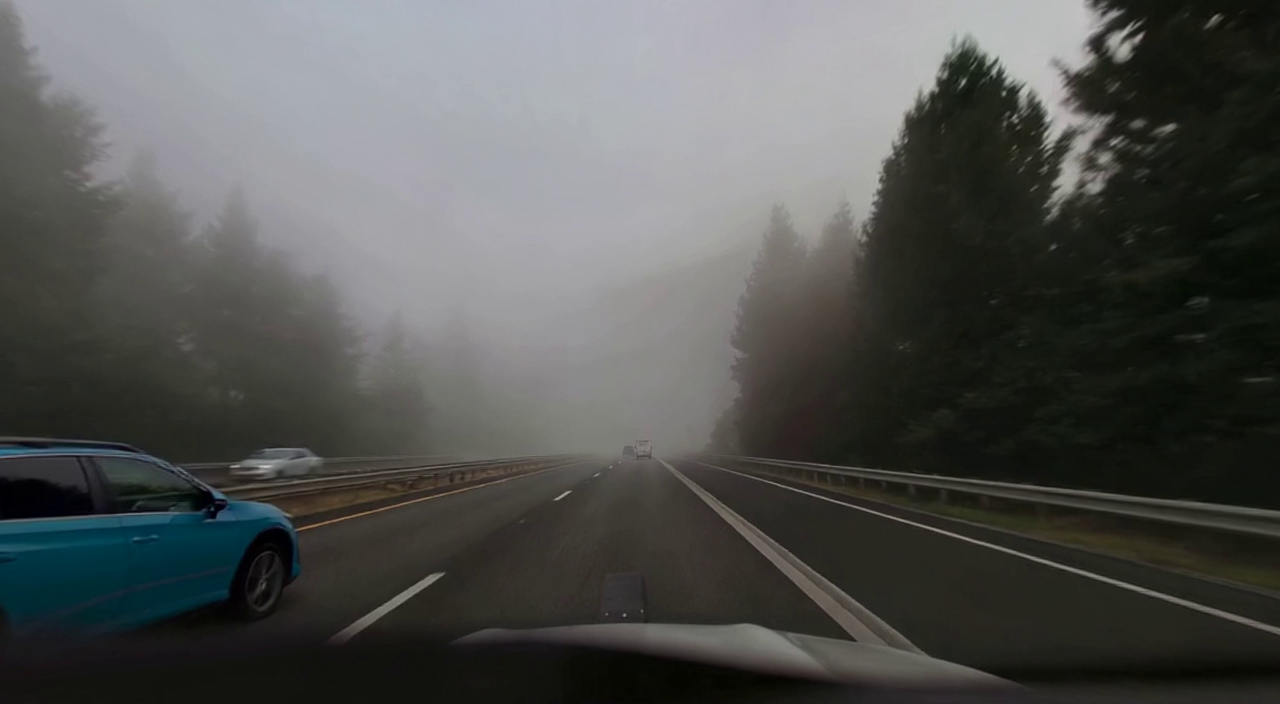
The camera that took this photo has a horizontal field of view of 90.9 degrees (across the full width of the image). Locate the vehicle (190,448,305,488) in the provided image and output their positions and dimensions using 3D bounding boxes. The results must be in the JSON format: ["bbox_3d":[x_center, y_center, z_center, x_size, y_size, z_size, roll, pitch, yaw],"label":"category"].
[{"bbox_3d":[-15.774,4.656,25.635,1.859,1.458,4.239,0,-9,1],"label":"vehicle"}]
